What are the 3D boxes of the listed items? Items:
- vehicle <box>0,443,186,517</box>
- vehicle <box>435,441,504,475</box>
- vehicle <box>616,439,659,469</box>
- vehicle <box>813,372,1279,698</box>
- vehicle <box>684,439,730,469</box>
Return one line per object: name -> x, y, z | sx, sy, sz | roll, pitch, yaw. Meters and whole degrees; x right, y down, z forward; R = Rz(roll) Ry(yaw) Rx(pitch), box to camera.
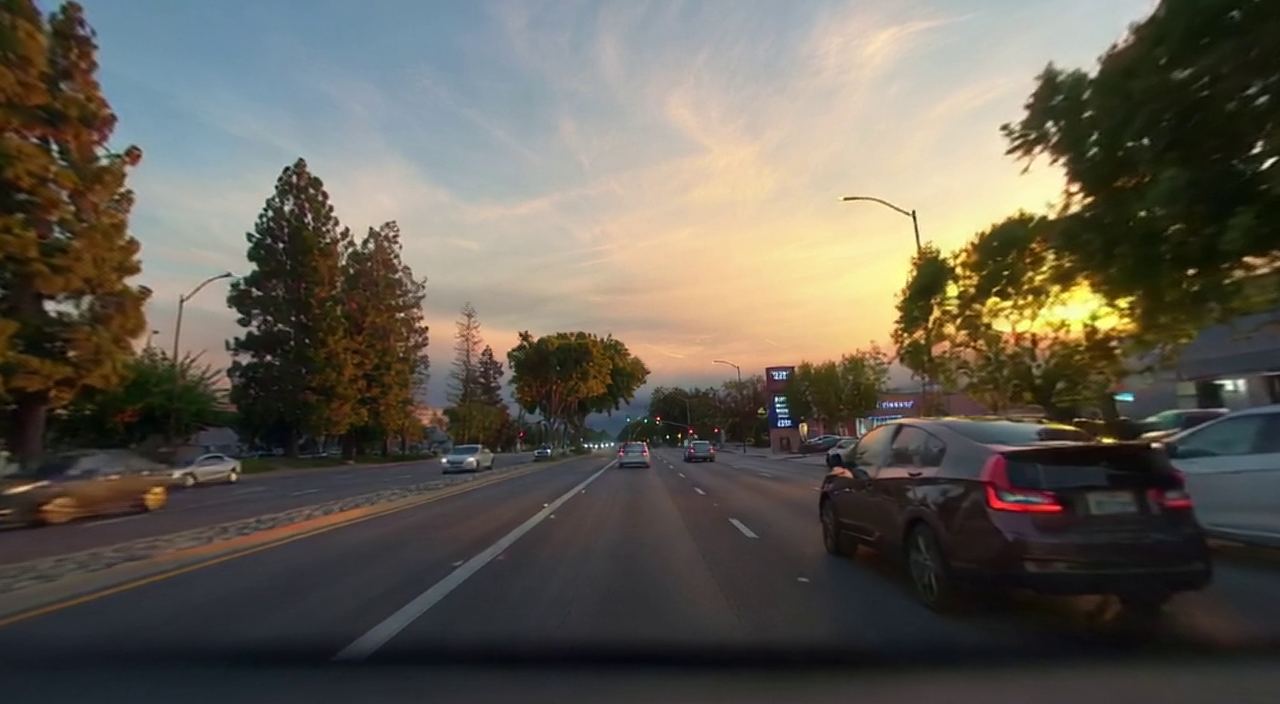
vehicle -> -14.660, 3.254, 16.634 | 1.963, 1.627, 4.602 | -1, -8, 0
vehicle -> -8.214, 5.148, 30.938 | 2.062, 1.499, 4.528 | 0, -8, 1
vehicle -> -0.114, 5.328, 33.228 | 2.135, 1.468, 4.076 | 0, -8, 0
vehicle -> 3.148, 1.235, 5.440 | 2.022, 1.643, 4.326 | 0, -8, -1
vehicle -> 3.448, 5.307, 33.116 | 1.889, 1.473, 4.303 | 0, -8, -1
